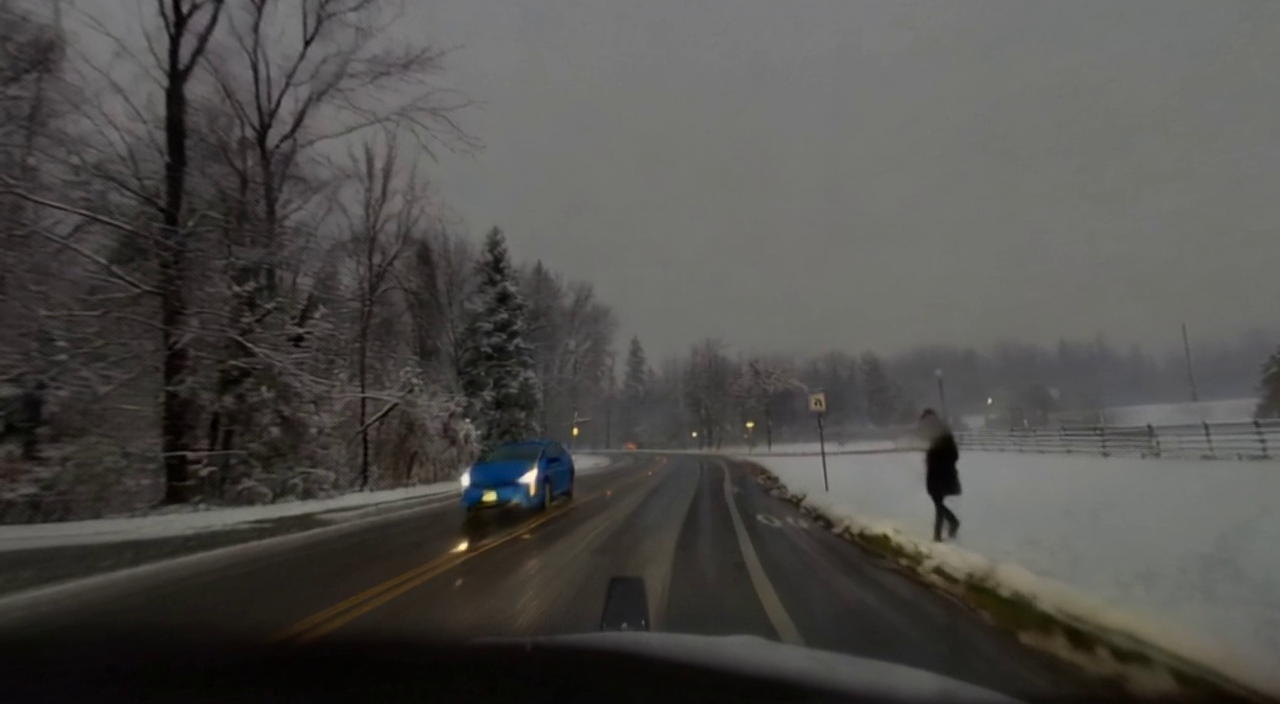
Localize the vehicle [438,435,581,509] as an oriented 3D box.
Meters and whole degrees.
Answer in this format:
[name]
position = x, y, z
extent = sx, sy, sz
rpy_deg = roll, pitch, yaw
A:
[vehicle]
position = -2.905, 2.799, 15.156
extent = 2.190, 1.499, 4.209
rpy_deg = -1, -9, 6
